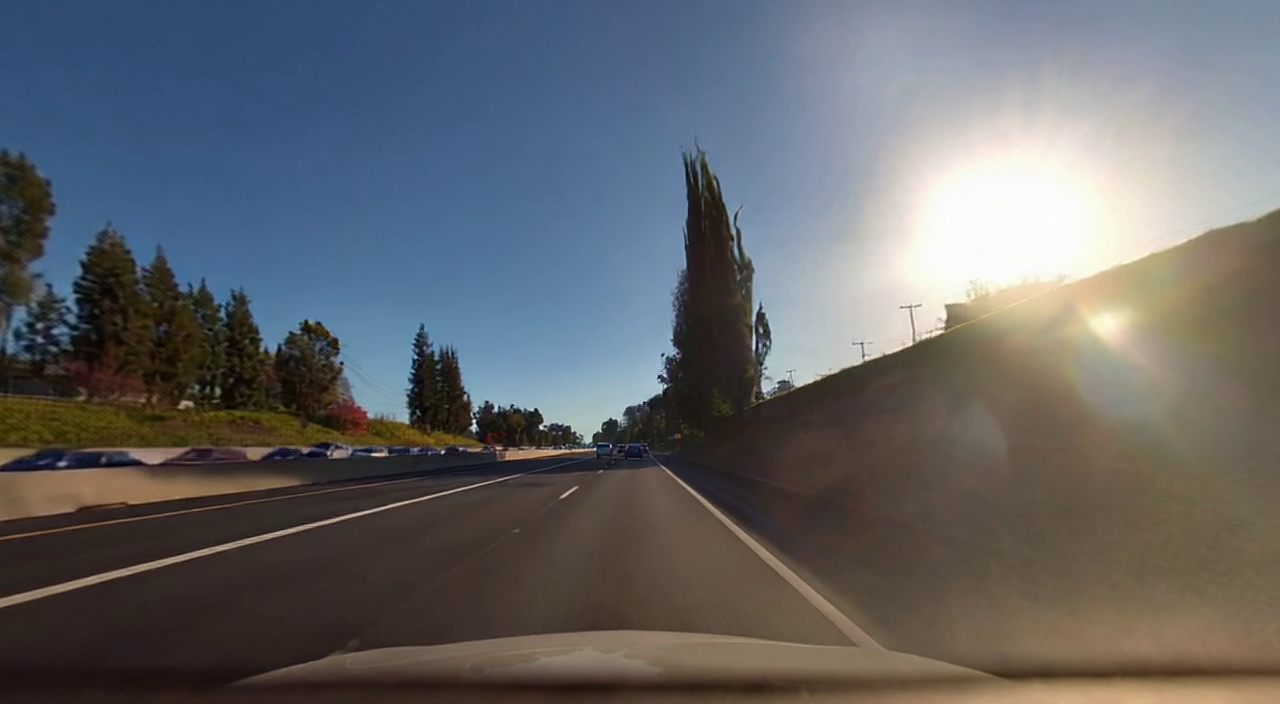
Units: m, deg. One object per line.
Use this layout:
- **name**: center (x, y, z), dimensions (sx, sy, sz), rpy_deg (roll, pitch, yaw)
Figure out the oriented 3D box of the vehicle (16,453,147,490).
- **vehicle**: center (-25.840, 5.528, 29.406), dimensions (1.878, 1.536, 4.552), rpy_deg (0, -9, 1)
